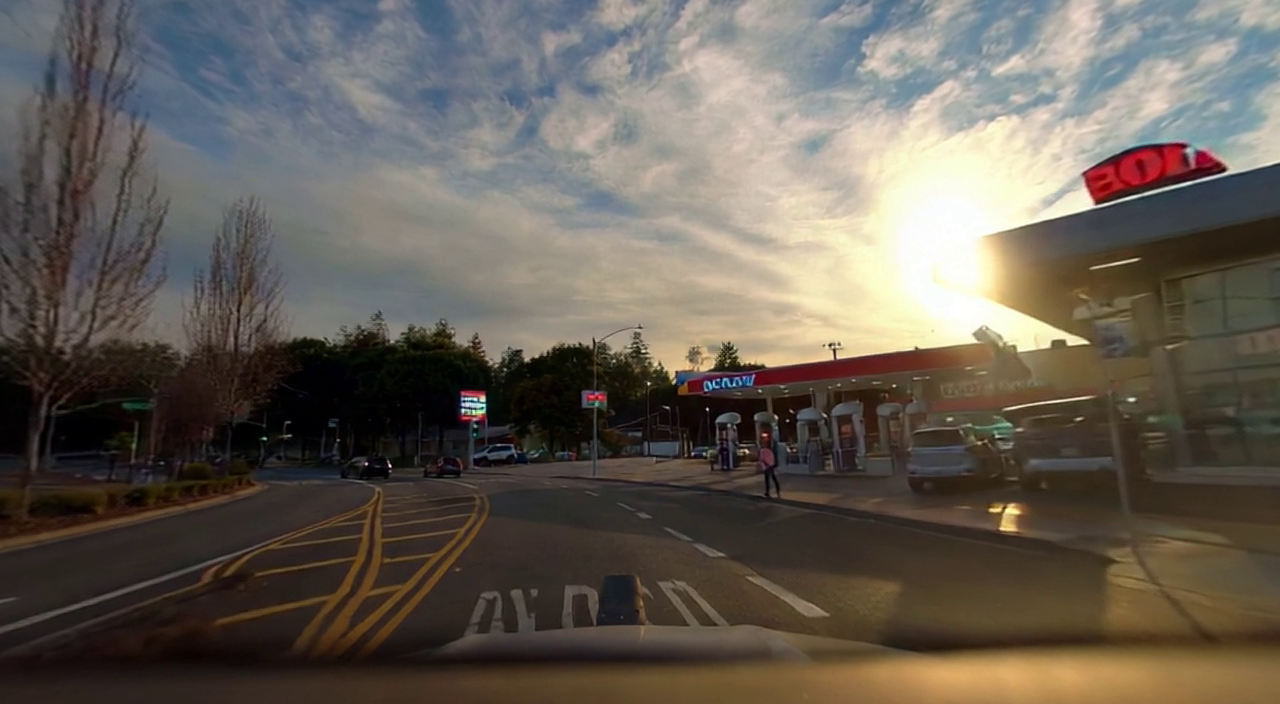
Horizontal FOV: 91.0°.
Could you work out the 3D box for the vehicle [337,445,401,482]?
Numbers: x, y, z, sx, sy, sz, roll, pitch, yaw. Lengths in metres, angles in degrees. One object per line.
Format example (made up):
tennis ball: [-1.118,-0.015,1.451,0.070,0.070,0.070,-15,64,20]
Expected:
vehicle: [-16.125,6.534,37.344,2.254,2.006,4.766,7,-11,-37]

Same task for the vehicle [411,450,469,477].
vehicle: [-14.709,8.098,46.140,2.202,1.822,4.826,7,-11,-40]
